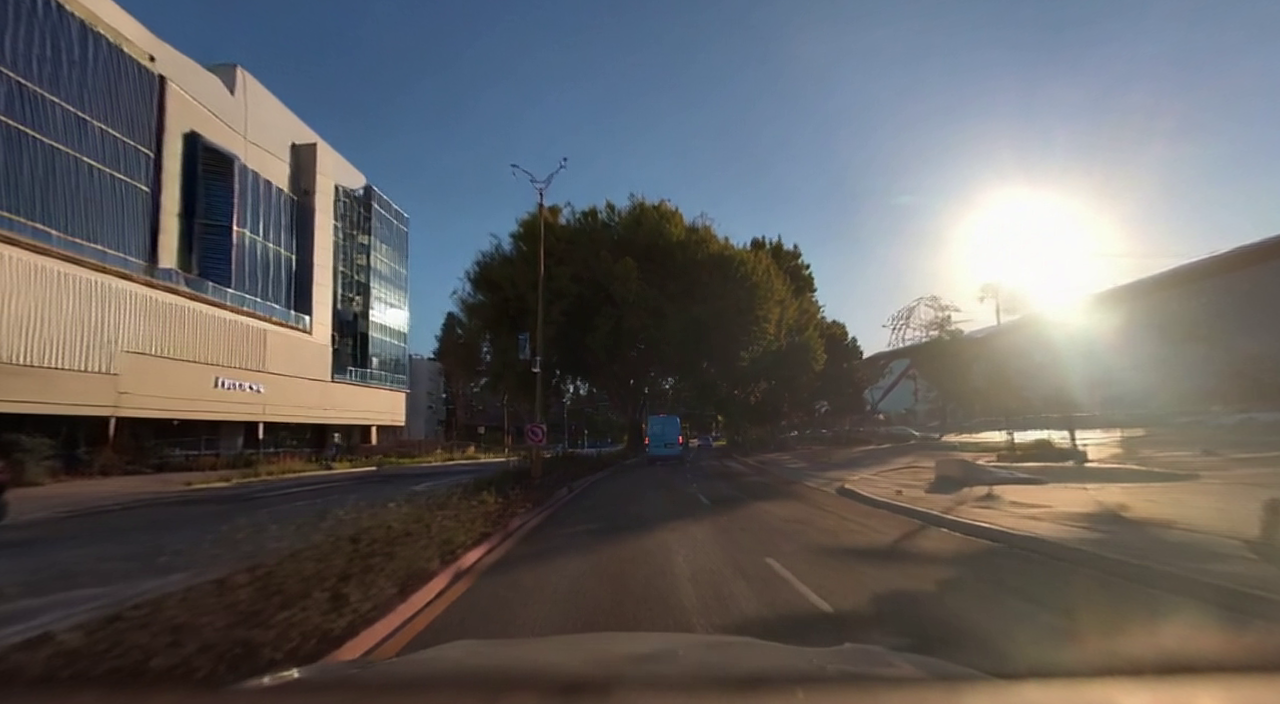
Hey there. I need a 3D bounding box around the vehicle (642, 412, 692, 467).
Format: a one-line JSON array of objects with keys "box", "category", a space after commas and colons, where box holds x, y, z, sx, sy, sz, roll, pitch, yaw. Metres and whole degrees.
[{"box": [1.591, 4.836, 34.914, 2.435, 2.816, 5.232, -1, -8, 5], "category": "vehicle"}]
